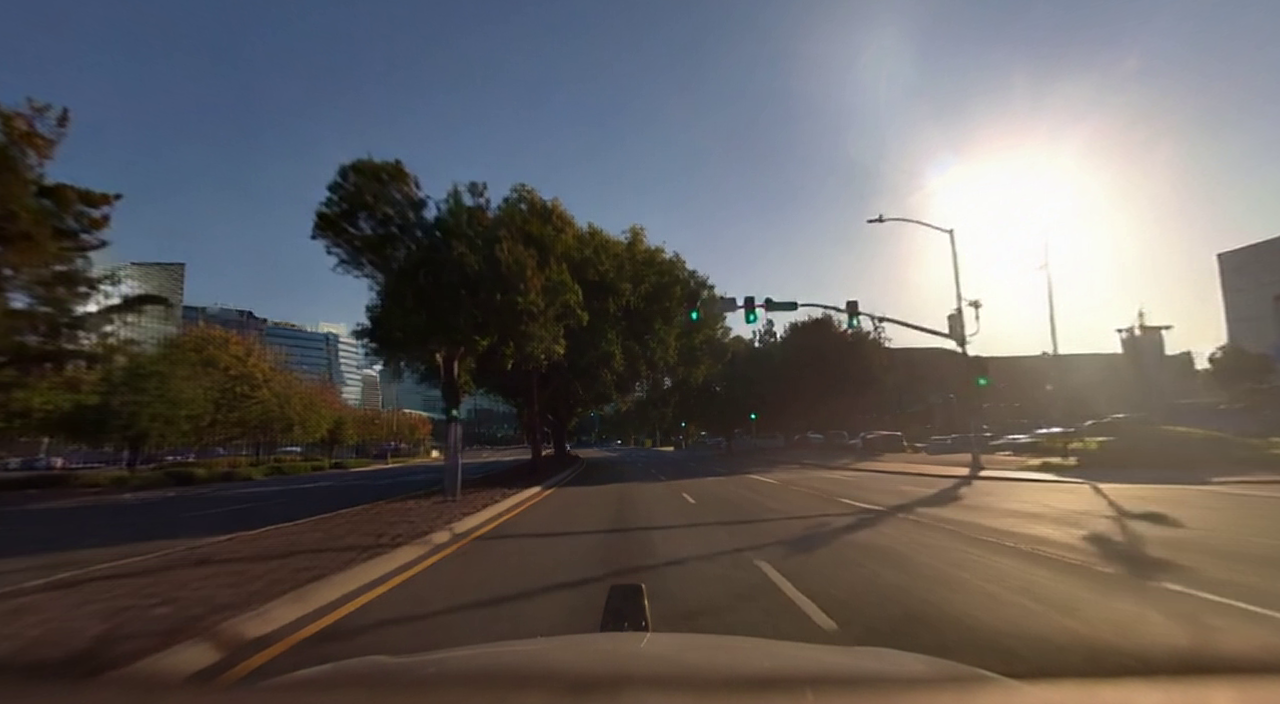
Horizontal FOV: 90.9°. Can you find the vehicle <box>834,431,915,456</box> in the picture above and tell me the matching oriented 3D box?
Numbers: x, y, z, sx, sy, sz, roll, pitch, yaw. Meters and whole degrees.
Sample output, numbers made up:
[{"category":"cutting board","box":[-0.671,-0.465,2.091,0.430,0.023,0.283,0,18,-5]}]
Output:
[{"category":"vehicle","box":[15.825,6.201,42.717,4.510,1.667,2.247,1,-8,-6]}]
